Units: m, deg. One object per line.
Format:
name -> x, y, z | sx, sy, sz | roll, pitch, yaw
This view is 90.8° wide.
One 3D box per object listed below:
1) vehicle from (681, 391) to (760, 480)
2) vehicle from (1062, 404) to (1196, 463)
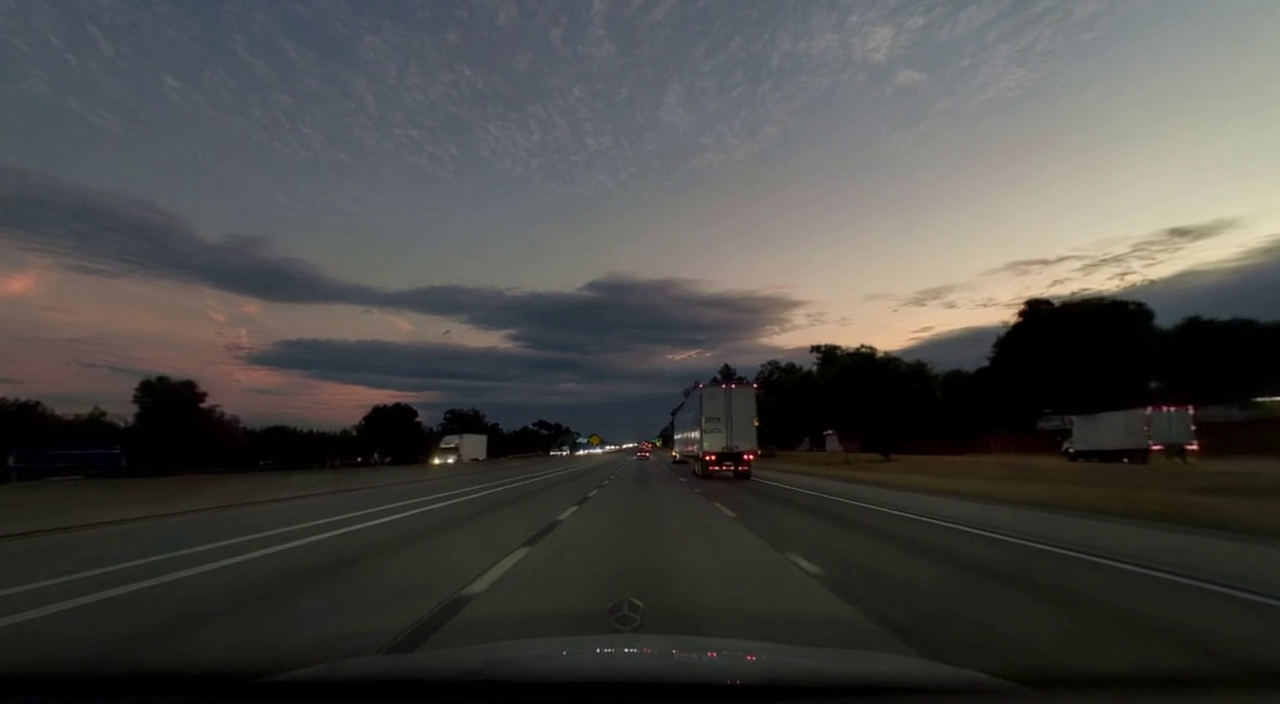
vehicle -> 4.317, 5.003, 37.048 | 3.058, 4.312, 12.251 | 0, -9, 0
vehicle -> 37.770, 6.579, 49.586 | 3.058, 4.007, 11.965 | -2, -9, 11
